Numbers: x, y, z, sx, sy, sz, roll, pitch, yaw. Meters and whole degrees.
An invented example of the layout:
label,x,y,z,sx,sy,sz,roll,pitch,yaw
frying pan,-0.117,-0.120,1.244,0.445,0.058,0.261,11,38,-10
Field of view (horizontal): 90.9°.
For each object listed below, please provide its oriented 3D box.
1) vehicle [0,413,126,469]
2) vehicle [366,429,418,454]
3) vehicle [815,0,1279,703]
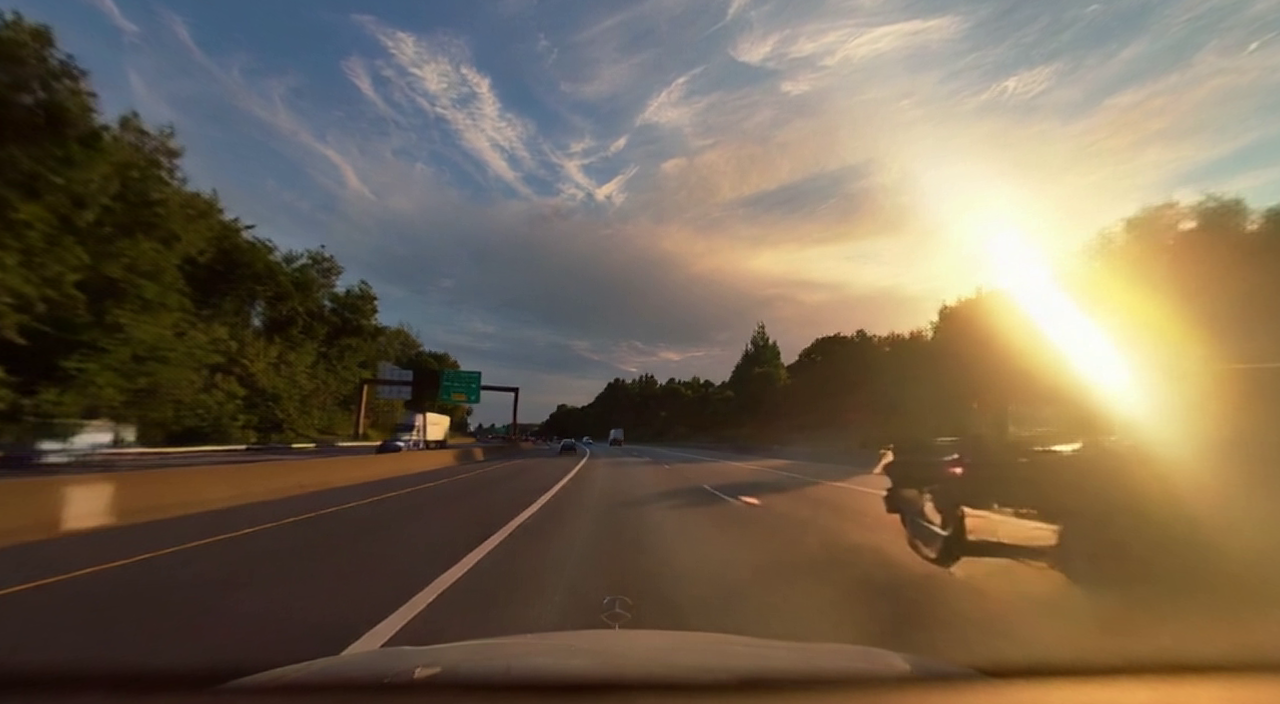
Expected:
label,x,y,z,sx,sy,sz,roll,pitch,yaw
vehicle,-18.971,2.788,19.799,1.905,1.567,4.492,0,-8,-1
vehicle,-15.736,5.694,40.214,1.866,1.528,4.012,1,-8,-4
vehicle,4.042,0.166,6.007,2.964,3.950,5.853,0,-8,0
